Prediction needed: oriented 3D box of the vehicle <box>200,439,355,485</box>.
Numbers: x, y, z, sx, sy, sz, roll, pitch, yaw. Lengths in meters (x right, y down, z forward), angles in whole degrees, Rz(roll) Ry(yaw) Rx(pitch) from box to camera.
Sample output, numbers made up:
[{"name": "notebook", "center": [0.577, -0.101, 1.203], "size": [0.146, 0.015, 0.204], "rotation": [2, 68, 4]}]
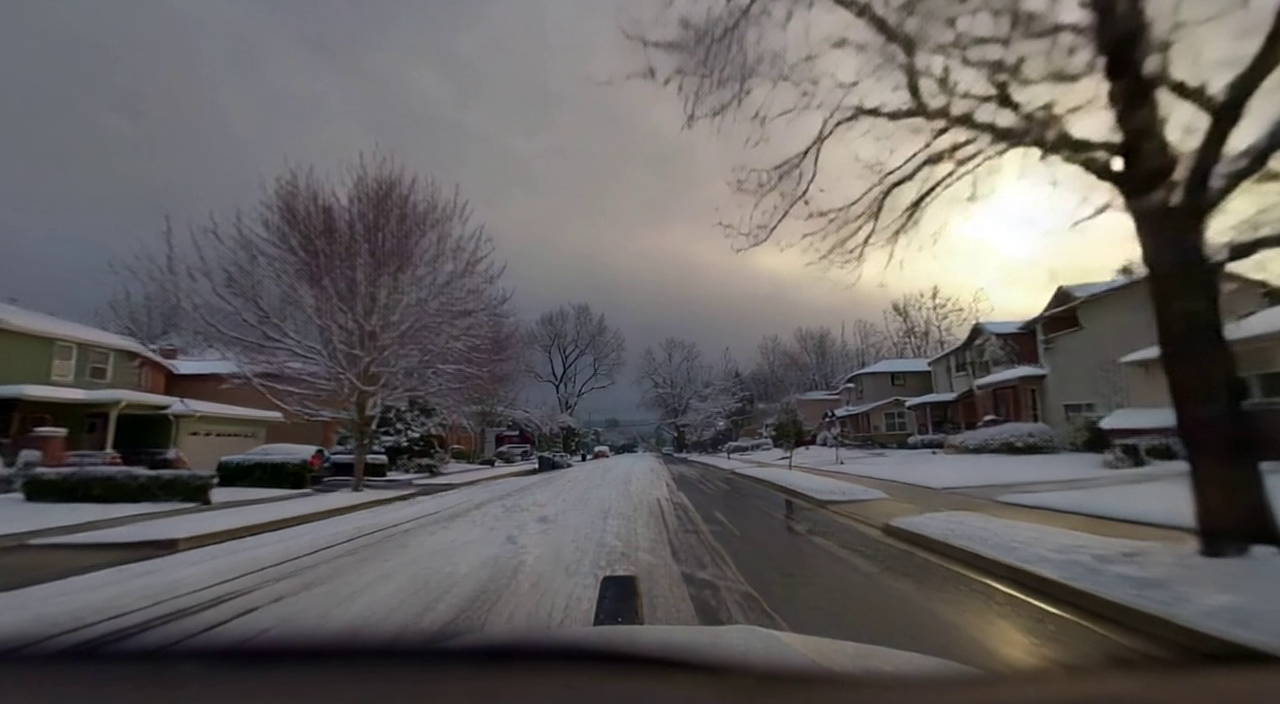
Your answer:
[{"name": "vehicle", "center": [-13.983, 4.273, 24.476], "size": [4.850, 1.676, 1.920], "rotation": [-1, -9, 3]}]
